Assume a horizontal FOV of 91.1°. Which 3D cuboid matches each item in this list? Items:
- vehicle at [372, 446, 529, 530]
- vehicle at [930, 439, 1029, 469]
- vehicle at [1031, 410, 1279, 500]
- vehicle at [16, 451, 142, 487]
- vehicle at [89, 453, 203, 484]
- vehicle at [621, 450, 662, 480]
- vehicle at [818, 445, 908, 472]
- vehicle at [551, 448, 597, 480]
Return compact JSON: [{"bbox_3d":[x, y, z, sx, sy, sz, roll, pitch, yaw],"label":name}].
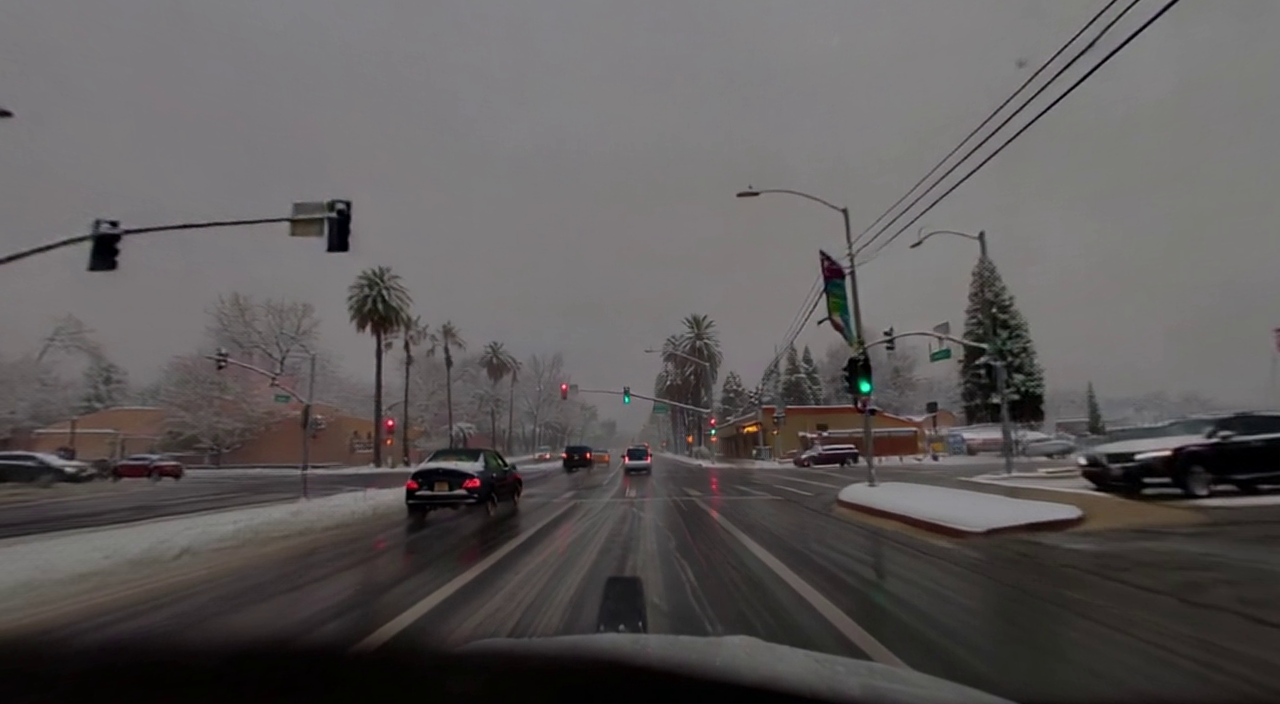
[{"bbox_3d":[-3.847,2.811,13.645,1.904,1.513,4.410,-1,-9,2],"label":"vehicle"},{"bbox_3d":[20.434,6.126,37.905,4.699,1.716,2.108,0,-9,0],"label":"vehicle"},{"bbox_3d":[10.932,2.210,13.646,1.982,1.623,4.211,0,-9,-2],"label":"vehicle"},{"bbox_3d":[-29.726,6.175,33.378,4.640,1.809,2.118,0,-9,1],"label":"vehicle"},{"bbox_3d":[-28.869,6.828,36.793,4.945,1.582,1.938,-2,-10,-2],"label":"vehicle"},{"bbox_3d":[0.086,6.082,34.181,2.094,1.496,4.070,0,-9,1],"label":"vehicle"},{"bbox_3d":[13.301,6.387,37.661,4.532,1.504,2.087,0,-9,0],"label":"vehicle"},{"bbox_3d":[-3.521,6.052,34.141,1.979,1.634,3.957,-1,-9,2],"label":"vehicle"}]
